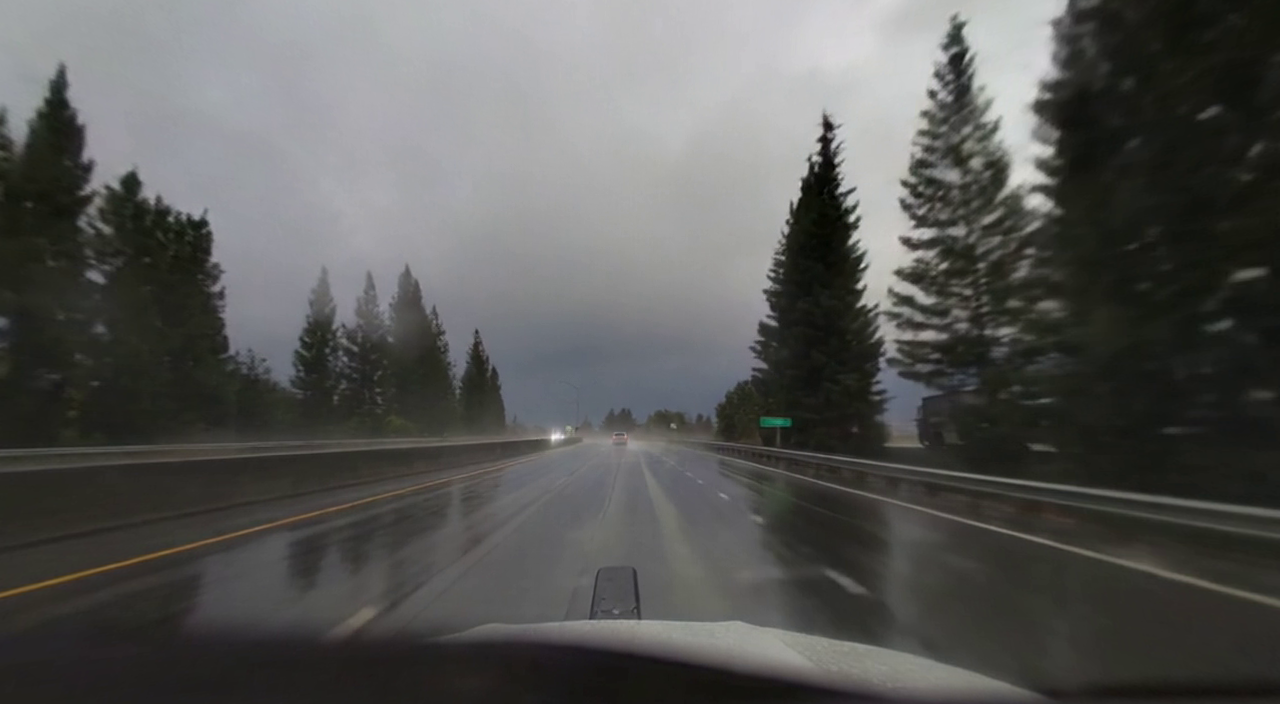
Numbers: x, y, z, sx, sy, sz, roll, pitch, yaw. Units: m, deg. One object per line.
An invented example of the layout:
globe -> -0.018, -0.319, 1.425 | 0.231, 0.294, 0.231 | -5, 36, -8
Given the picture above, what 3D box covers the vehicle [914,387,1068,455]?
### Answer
vehicle -> 19.861, 4.045, 36.556 | 3.983, 3.410, 8.148 | 1, -7, -2
